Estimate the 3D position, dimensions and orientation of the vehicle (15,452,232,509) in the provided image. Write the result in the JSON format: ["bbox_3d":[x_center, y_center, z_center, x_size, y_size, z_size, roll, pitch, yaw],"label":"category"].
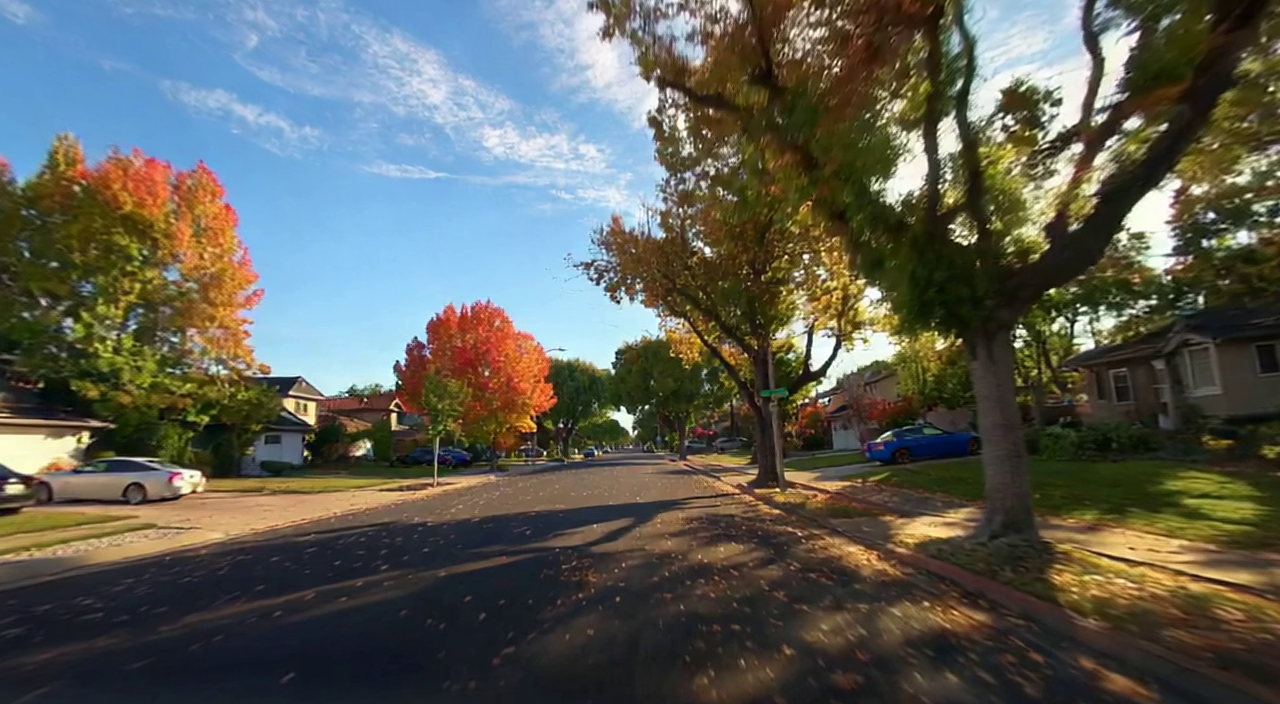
[{"bbox_3d":[-14.875,3.696,18.441,4.492,1.501,1.903,1,-9,-5],"label":"vehicle"}]

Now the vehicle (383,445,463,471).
[{"bbox_3d":[-15.303,7.490,44.677,4.830,1.725,2.116,0,-9,1],"label":"vehicle"}]

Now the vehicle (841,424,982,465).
[{"bbox_3d":[10.230,3.524,24.084,4.422,1.488,2.013,0,-8,0],"label":"vehicle"}]
